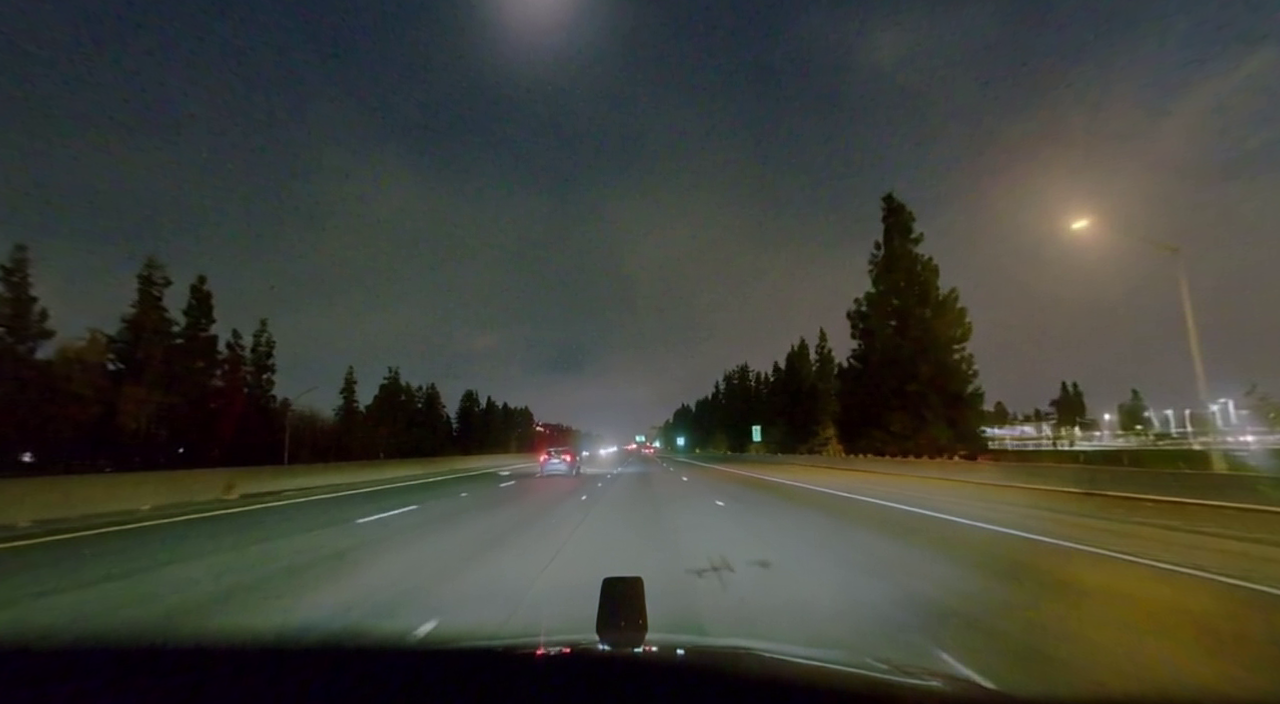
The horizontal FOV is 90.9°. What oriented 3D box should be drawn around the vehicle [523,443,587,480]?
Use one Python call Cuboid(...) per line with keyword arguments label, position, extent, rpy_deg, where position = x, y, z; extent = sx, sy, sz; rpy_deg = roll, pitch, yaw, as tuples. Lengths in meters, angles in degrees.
Cuboid(label="vehicle", position=(-3.574, 4.712, 27.346), extent=(2.128, 1.450, 4.078), rpy_deg=(0, -9, 1))
